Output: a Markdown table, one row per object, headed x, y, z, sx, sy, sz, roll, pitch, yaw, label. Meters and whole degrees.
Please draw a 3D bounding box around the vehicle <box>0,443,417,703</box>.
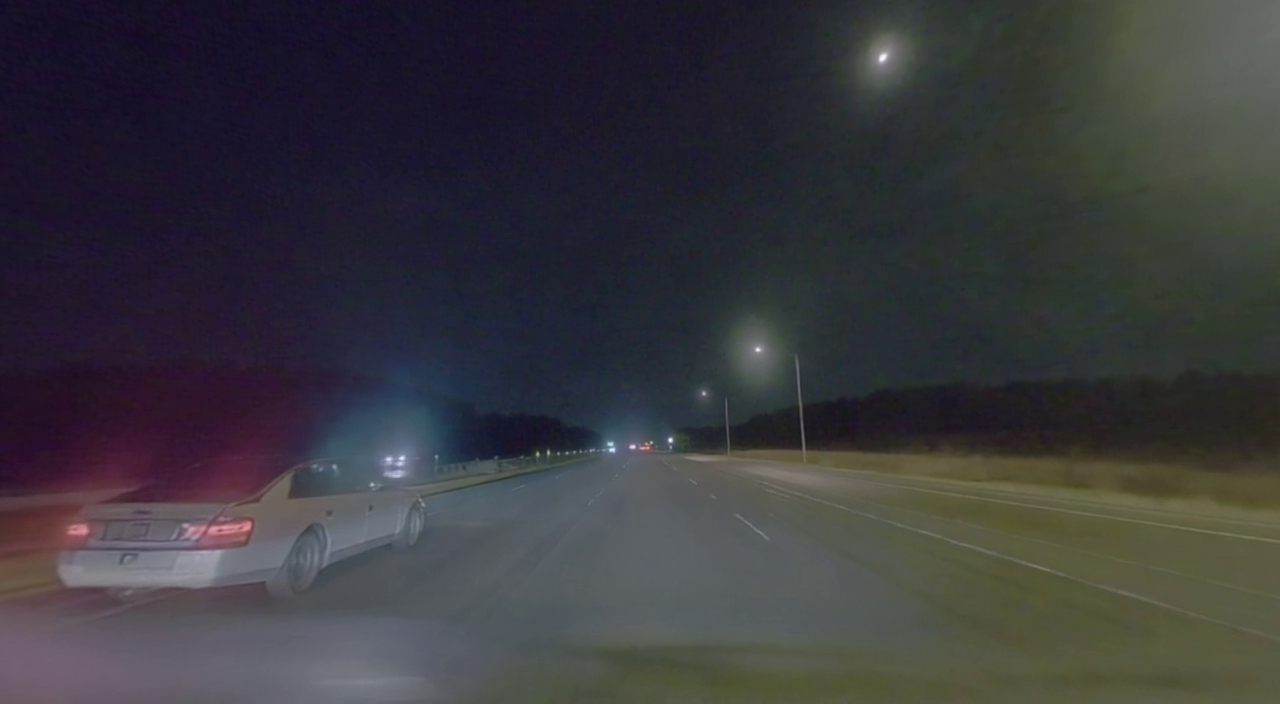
| x | y | z | sx | sy | sz | roll | pitch | yaw | label |
| --- | --- | --- | --- | --- | --- | --- | --- | --- | --- |
| -3.576 | 1.369 | 4.760 | 2.096 | 1.343 | 4.503 | 0 | -8 | 1 | vehicle |
